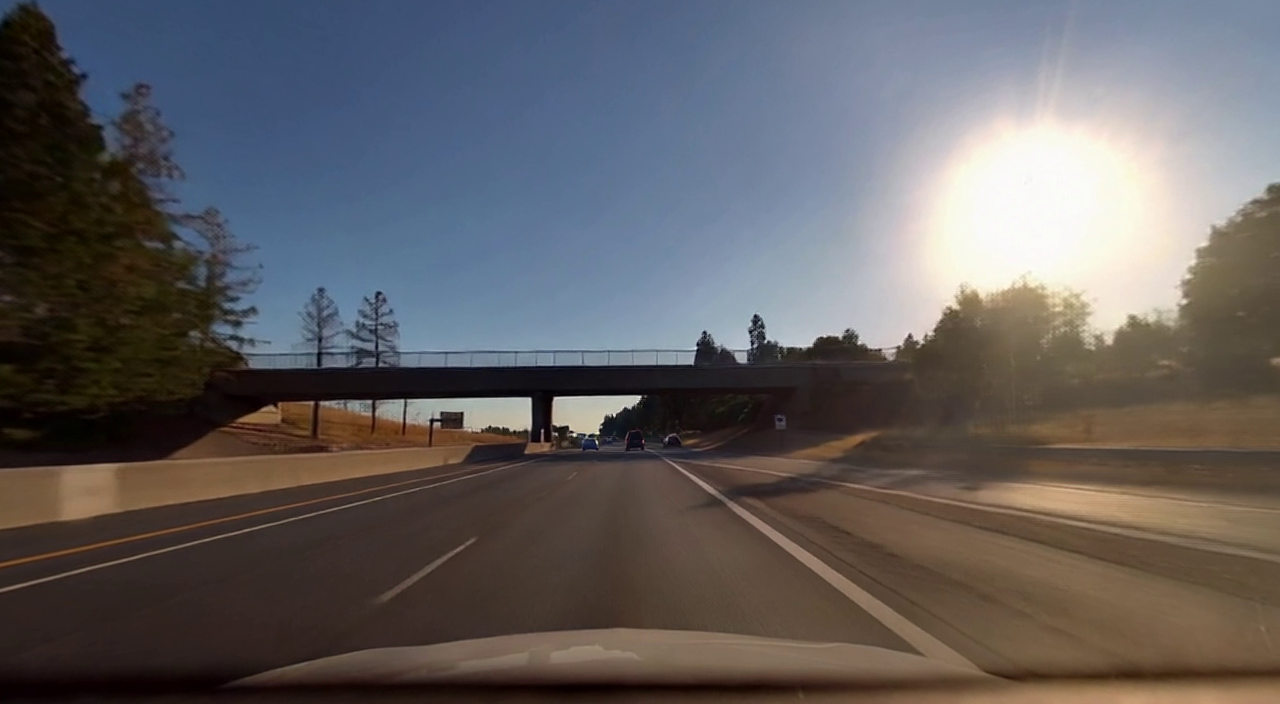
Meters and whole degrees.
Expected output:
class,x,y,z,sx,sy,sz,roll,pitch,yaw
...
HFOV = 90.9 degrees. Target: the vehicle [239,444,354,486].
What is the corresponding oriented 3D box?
class,x,y,z,sx,sy,sz,roll,pitch,yaw
vehicle,-12.649,4.152,23.524,2.234,1.419,3.679,0,-8,-1
